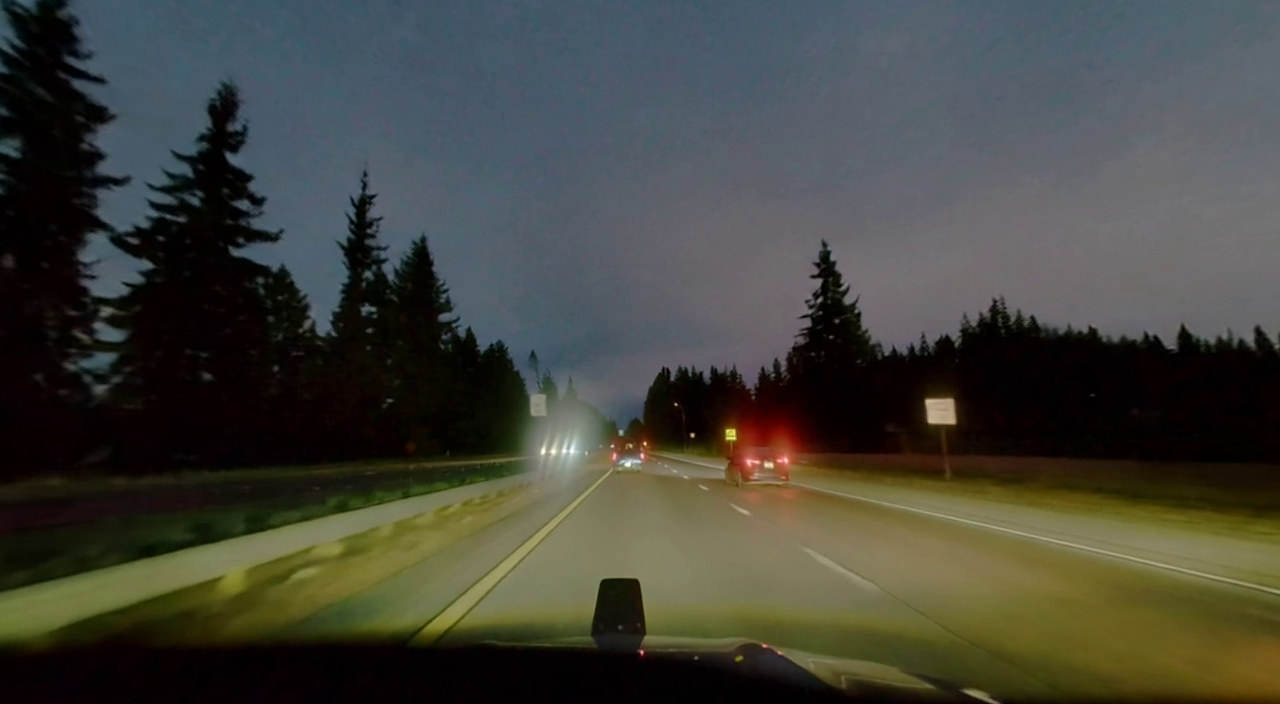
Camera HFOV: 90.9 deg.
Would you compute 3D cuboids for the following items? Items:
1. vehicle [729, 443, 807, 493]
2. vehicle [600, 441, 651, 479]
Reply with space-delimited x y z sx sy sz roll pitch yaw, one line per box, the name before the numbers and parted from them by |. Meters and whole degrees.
vehicle | 4.057 3.731 20.522 1.757 1.459 3.398 0 -9 -1
vehicle | -0.629 4.858 28.483 2.120 1.575 4.018 0 -9 0
